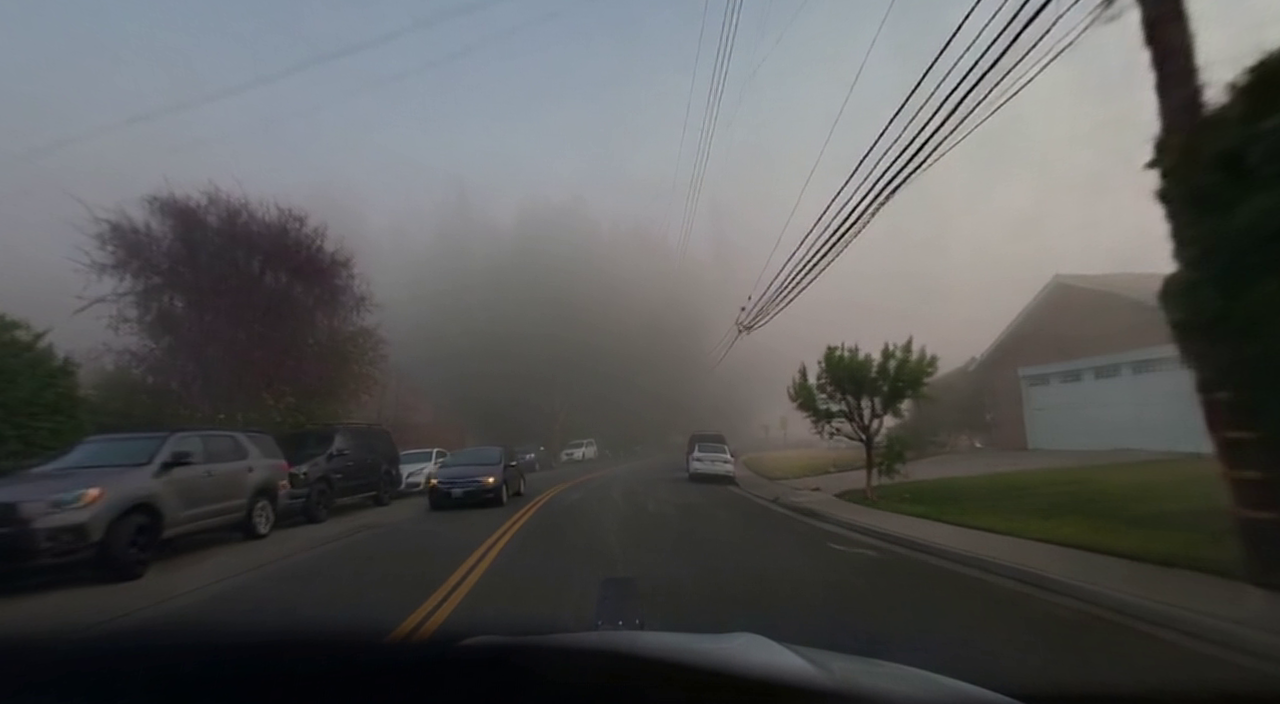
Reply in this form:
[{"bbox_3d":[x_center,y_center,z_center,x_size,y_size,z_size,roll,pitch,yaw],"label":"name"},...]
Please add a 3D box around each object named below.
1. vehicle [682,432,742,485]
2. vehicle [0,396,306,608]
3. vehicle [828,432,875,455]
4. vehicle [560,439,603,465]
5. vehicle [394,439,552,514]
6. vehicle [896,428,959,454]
[{"bbox_3d":[2.698,4.034,24.289,2.032,1.810,5.047,-1,-8,5],"label":"vehicle"},{"bbox_3d":[-7.126,1.905,8.928,2.312,2.032,5.585,-1,-9,-6],"label":"vehicle"},{"bbox_3d":[16.014,6.954,48.052,2.079,1.675,3.855,0,-8,-2],"label":"vehicle"},{"bbox_3d":[-4.355,7.563,47.999,2.192,1.873,4.985,-1,-8,8],"label":"vehicle"},{"bbox_3d":[-3.771,2.901,15.332,2.448,1.475,4.568,-2,-8,2],"label":"vehicle"},{"bbox_3d":[21.244,6.644,46.937,2.253,1.805,4.842,2,-9,-2],"label":"vehicle"}]
